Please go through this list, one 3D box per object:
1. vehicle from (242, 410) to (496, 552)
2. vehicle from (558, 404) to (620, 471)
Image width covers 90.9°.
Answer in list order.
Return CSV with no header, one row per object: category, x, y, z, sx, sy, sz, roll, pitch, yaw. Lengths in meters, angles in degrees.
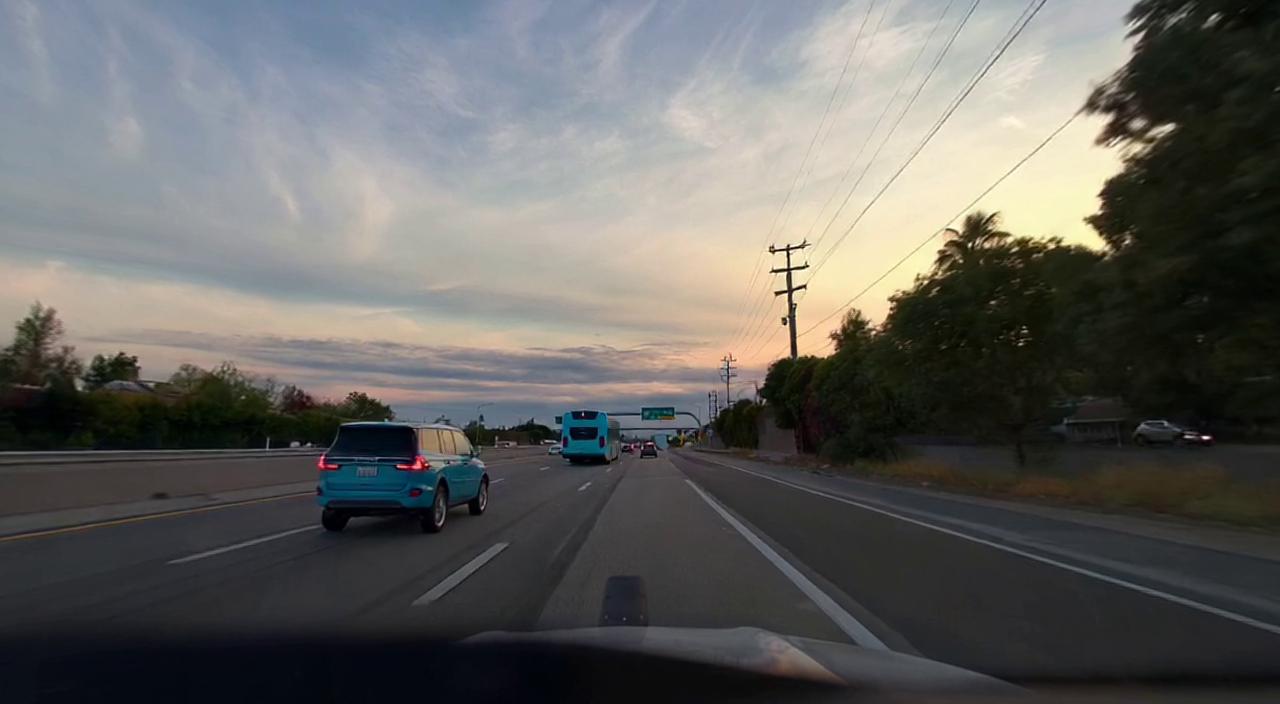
vehicle,-3.839,1.911,9.952,2.021,1.730,4.223,0,-9,1
vehicle,-3.060,5.631,41.088,2.964,3.735,11.465,0,-8,1
